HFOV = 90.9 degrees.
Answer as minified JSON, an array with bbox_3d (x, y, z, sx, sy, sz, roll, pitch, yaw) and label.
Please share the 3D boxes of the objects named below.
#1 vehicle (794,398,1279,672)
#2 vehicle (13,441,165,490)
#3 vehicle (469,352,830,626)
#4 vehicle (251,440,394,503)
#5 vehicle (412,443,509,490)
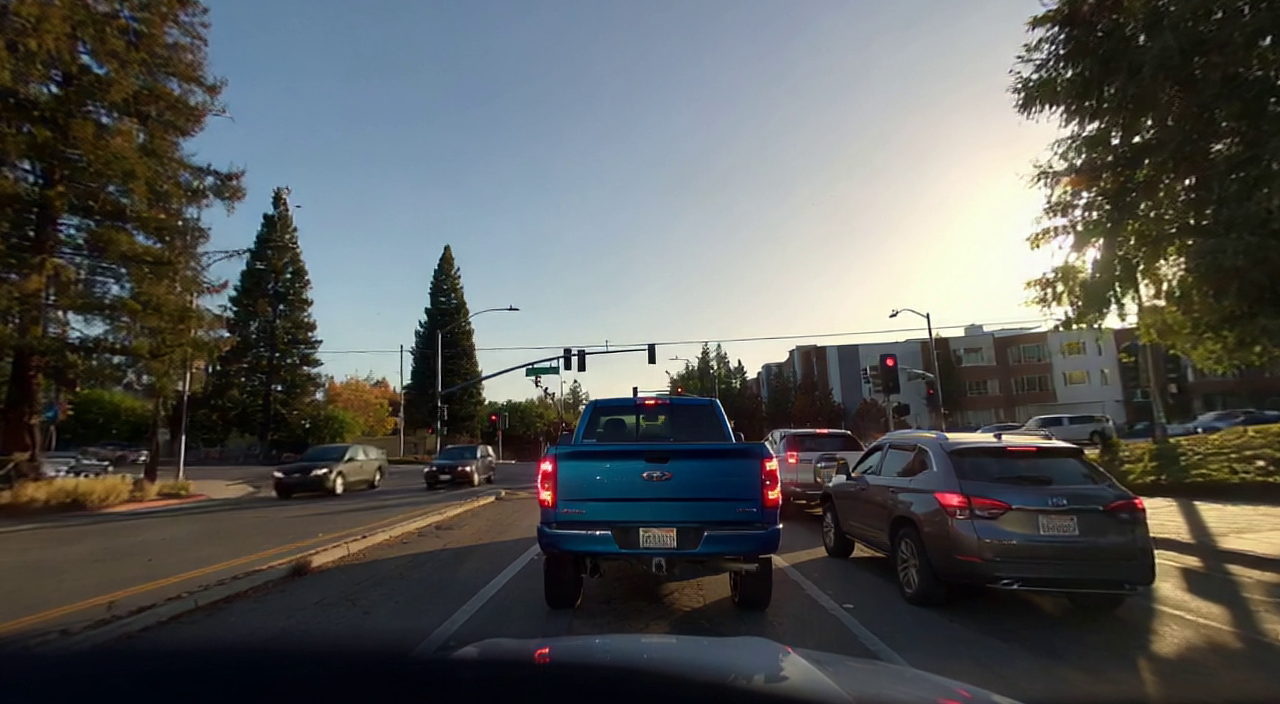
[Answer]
[{"bbox_3d":[3.333,1.507,6.523,2.155,1.667,5.162,0,-8,0],"label":"vehicle"},{"bbox_3d":[-21.751,4.464,25.206,2.062,1.764,4.508,0,-8,-2],"label":"vehicle"},{"bbox_3d":[0.086,1.395,7.424,2.636,2.011,5.425,0,-8,0],"label":"vehicle"},{"bbox_3d":[-9.392,3.538,19.166,1.920,1.563,4.643,-3,-8,0],"label":"vehicle"},{"bbox_3d":[-6.132,3.941,22.154,1.994,1.469,4.367,0,-8,2],"label":"vehicle"}]
